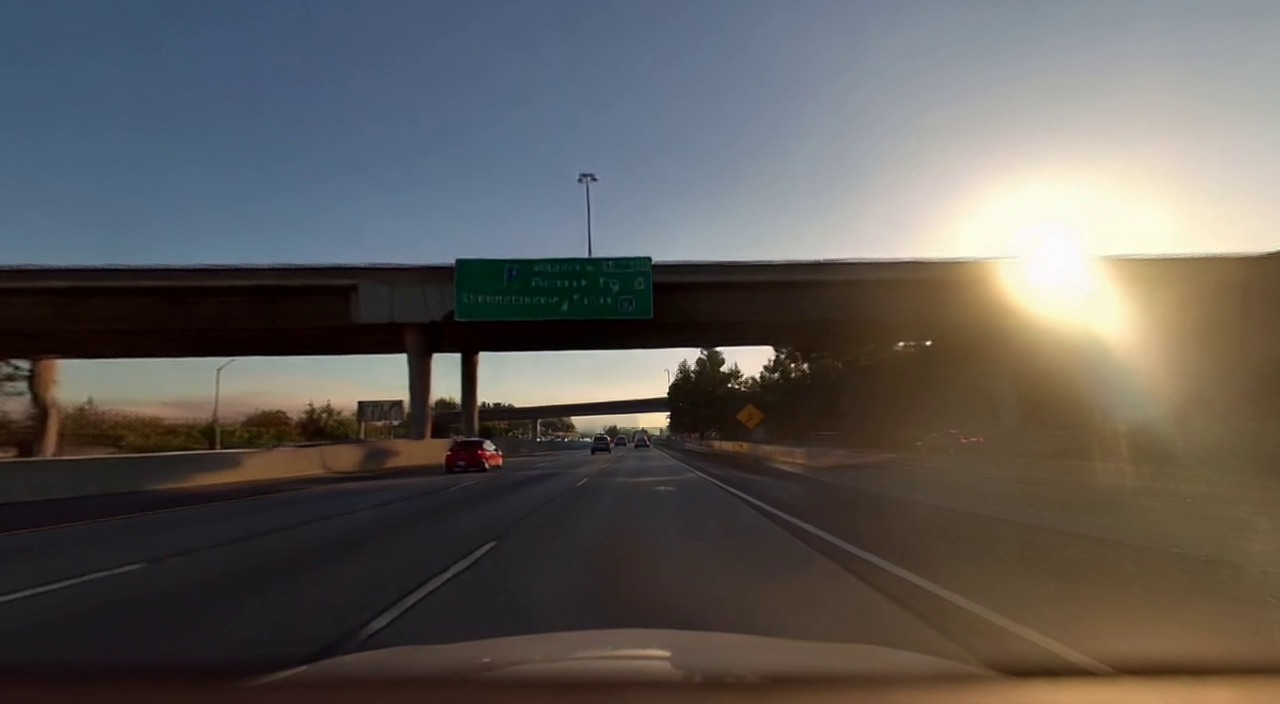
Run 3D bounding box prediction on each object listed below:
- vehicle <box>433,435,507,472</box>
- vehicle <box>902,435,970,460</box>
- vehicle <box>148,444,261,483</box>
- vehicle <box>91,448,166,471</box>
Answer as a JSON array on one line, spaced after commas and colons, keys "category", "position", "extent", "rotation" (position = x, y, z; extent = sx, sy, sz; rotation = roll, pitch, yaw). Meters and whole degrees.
[{"category": "vehicle", "position": [-7.412, 4.457, 27.924], "extent": [1.987, 1.486, 4.174], "rotation": [0, -8, 2]}, {"category": "vehicle", "position": [20.579, 6.614, 44.037], "extent": [2.000, 1.515, 4.188], "rotation": [-1, -6, -13]}, {"category": "vehicle", "position": [-17.685, 4.523, 25.858], "extent": [1.748, 1.474, 3.993], "rotation": [0, -8, 0]}, {"category": "vehicle", "position": [-39.989, 8.395, 49.460], "extent": [1.862, 1.698, 4.430], "rotation": [-1, -8, 6]}]
